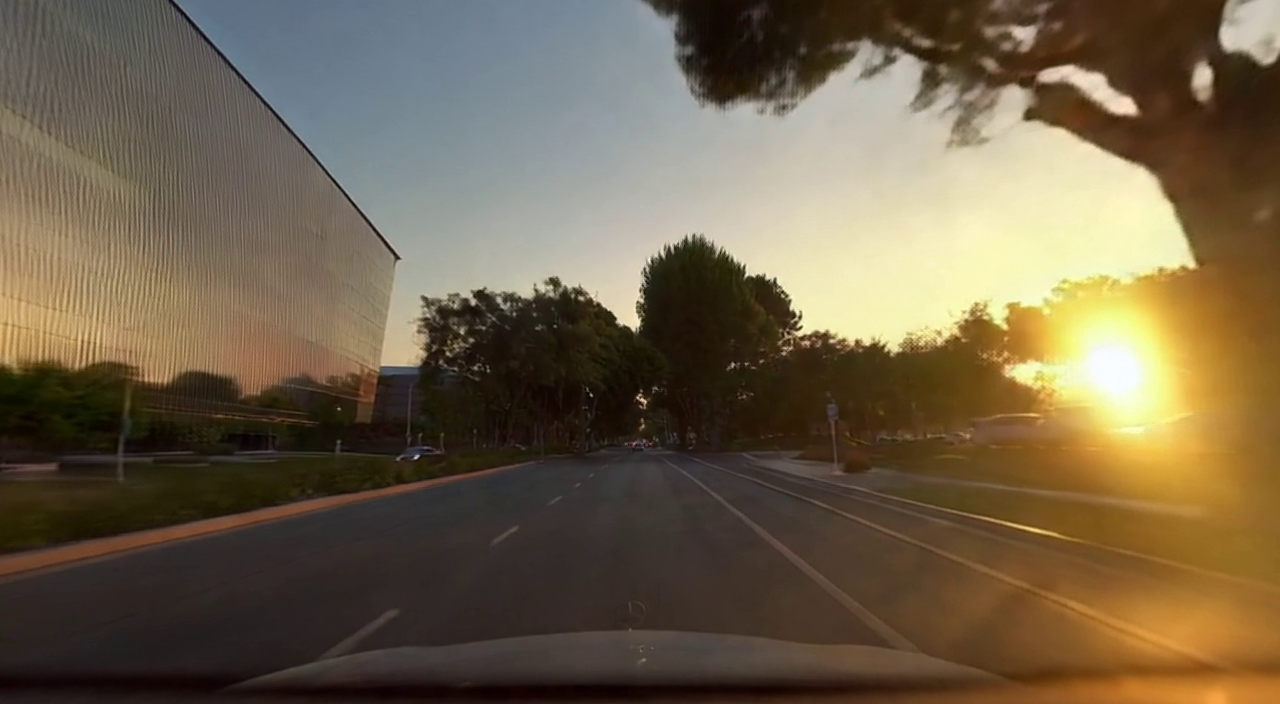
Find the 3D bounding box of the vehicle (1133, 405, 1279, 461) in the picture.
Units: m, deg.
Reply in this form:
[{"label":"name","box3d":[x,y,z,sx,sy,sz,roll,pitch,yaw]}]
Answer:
[{"label":"vehicle","box3d":[15.012,2.085,16.169,3.277,1.347,1.692,0,-8,-2]}]

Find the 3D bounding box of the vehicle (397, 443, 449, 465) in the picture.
[{"label":"vehicle","box3d":[-15.383,7.240,44.929,1.982,1.504,4.683,0,-8,1]}]

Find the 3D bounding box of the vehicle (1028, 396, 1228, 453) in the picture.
[{"label":"vehicle","box3d":[15.336,2.323,20.030,4.437,1.689,2.332,0,-8,-4]}]
